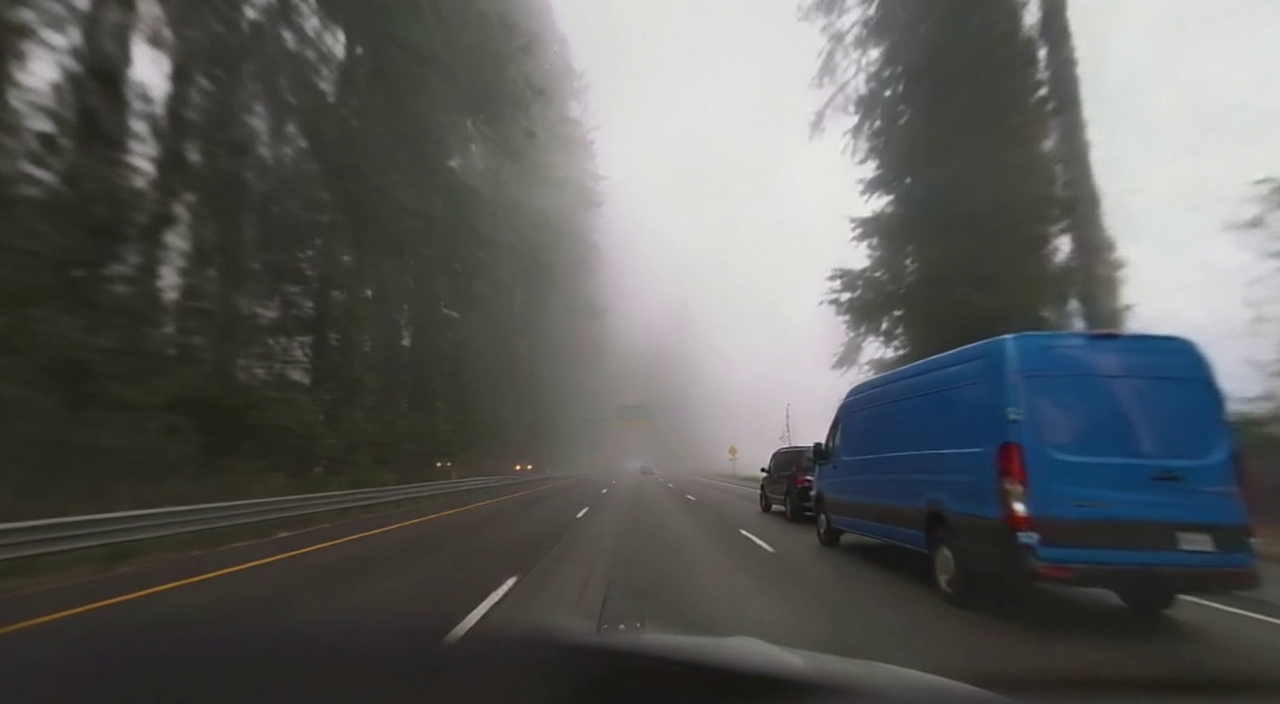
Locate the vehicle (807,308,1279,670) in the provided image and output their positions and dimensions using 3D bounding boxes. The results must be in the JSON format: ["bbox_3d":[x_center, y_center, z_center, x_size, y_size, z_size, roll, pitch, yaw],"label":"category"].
[{"bbox_3d":[4.455,1.607,8.141,2.737,2.711,6.687,1,-11,0],"label":"vehicle"}]
